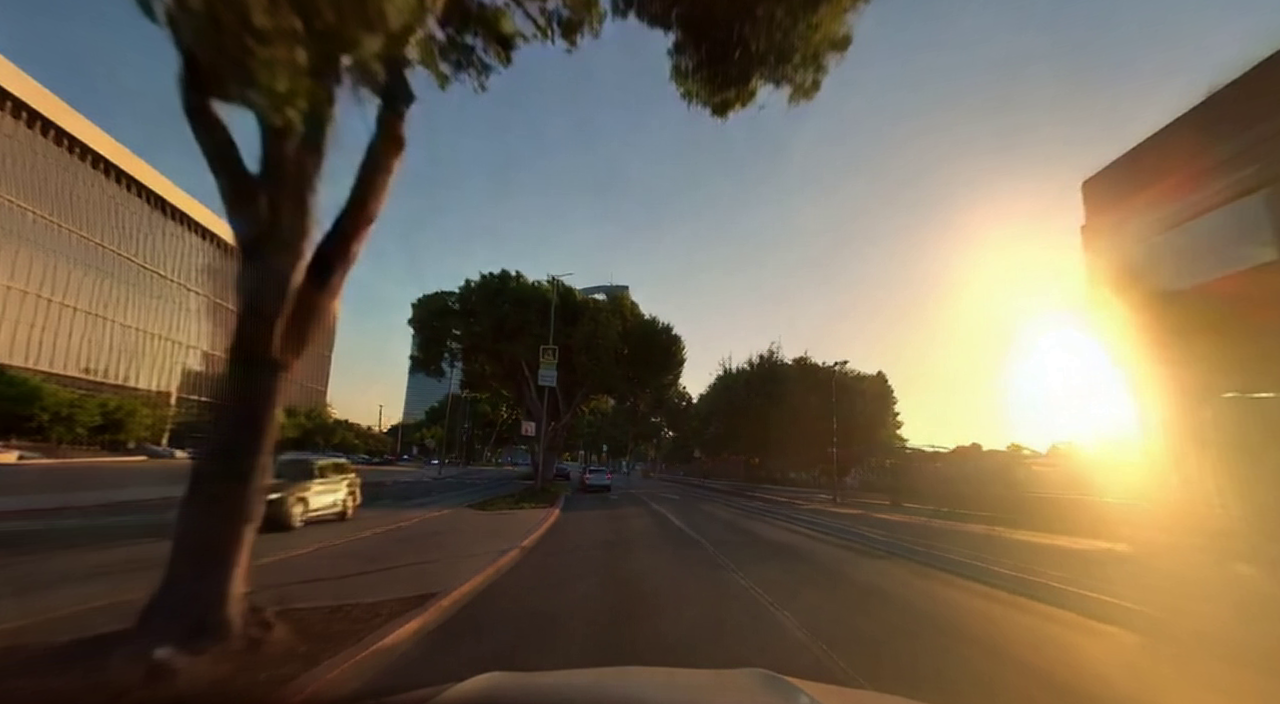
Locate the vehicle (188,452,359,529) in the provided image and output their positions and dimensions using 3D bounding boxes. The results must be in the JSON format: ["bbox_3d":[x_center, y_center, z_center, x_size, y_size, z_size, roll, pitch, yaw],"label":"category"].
[{"bbox_3d":[-8.258,3.154,14.652,1.916,1.516,3.970,2,-11,-7],"label":"vehicle"}]

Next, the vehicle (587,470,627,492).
[{"bbox_3d":[-1.981,7.615,37.210,1.775,1.186,2.933,3,-11,-14],"label":"vehicle"}]
